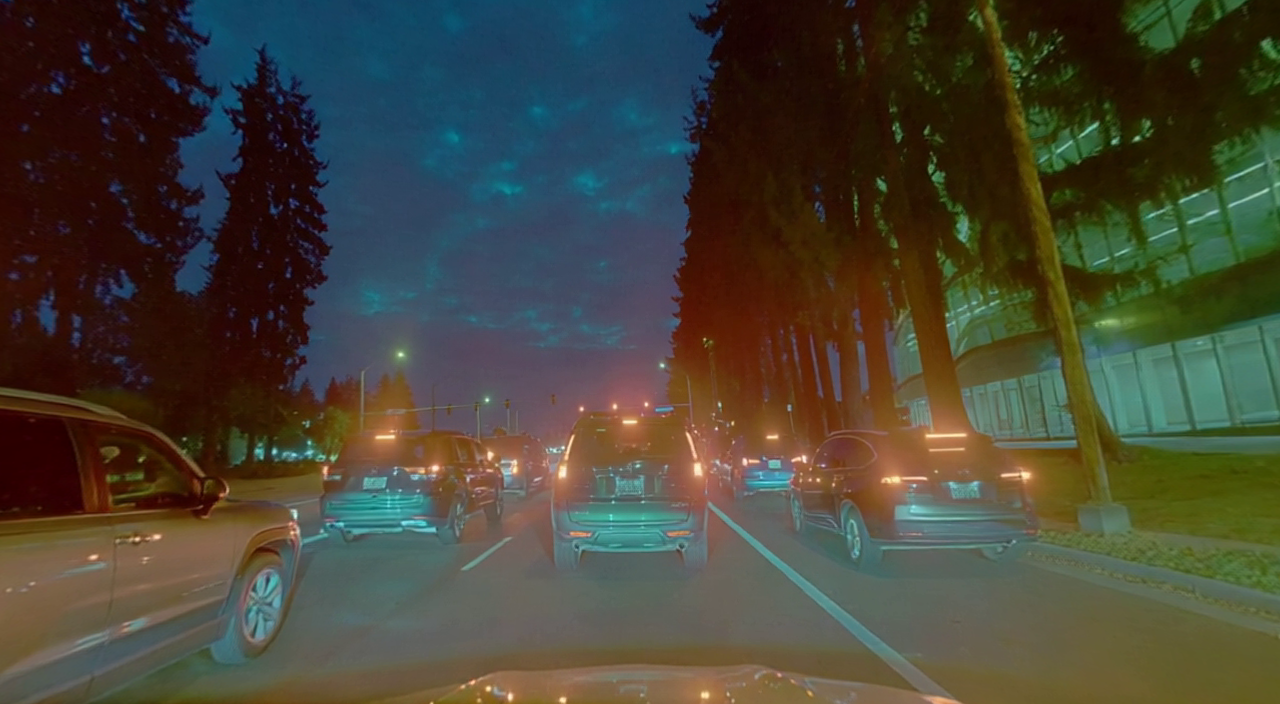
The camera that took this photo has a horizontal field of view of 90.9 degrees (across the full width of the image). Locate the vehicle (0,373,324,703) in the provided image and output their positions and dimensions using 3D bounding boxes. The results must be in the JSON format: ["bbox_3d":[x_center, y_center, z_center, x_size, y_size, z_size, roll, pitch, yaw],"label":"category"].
[{"bbox_3d":[-3.781,0.999,3.302,1.929,1.641,4.193,0,-8,2],"label":"vehicle"}]

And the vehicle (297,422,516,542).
[{"bbox_3d":[-3.655,2.119,10.919,2.042,1.641,4.314,0,-8,1],"label":"vehicle"}]

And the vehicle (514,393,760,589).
[{"bbox_3d":[-0.008,1.545,7.732,2.193,1.744,4.033,0,-8,1],"label":"vehicle"}]

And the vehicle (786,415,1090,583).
[{"bbox_3d":[3.262,1.668,7.864,1.922,1.579,3.642,0,-8,-1],"label":"vehicle"}]
